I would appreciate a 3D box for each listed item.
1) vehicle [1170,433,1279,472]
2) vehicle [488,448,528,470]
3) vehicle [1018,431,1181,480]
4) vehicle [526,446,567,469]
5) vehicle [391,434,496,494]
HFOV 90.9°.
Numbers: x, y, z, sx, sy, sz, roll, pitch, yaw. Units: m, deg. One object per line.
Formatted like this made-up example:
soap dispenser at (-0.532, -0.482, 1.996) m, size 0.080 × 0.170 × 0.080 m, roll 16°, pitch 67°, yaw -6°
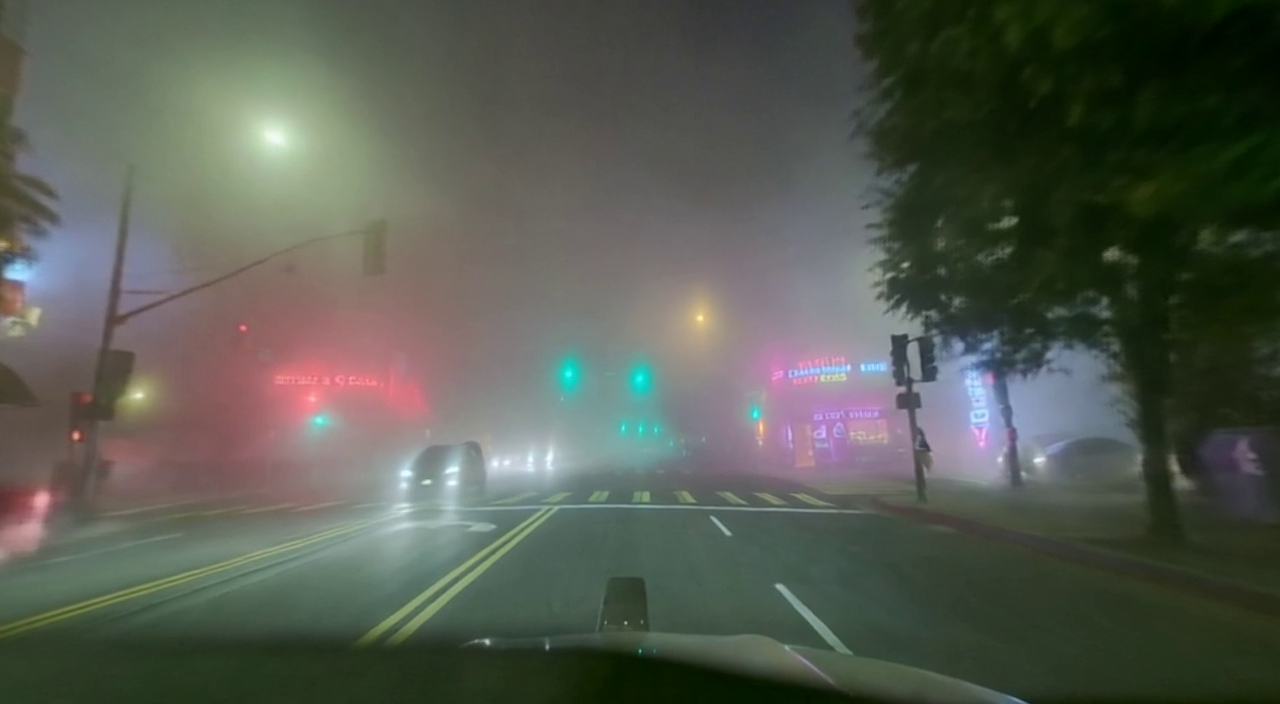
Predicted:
vehicle at (24.873, 4.098, 25.795) m, size 4.503 × 1.472 × 2.032 m, roll 0°, pitch -9°, yaw -1°
vehicle at (-9.783, 7.959, 46.905) m, size 1.919 × 1.518 × 4.360 m, roll 0°, pitch -8°, yaw 2°
vehicle at (16.573, 3.758, 22.922) m, size 4.299 × 1.679 × 2.011 m, roll 0°, pitch -9°, yaw 0°
vehicle at (-6.199, 7.005, 42.076) m, size 2.007 × 1.478 × 4.328 m, roll 0°, pitch -8°, yaw 1°
vehicle at (-6.292, 3.626, 20.784) m, size 2.041 × 1.756 × 4.392 m, roll 0°, pitch -8°, yaw 0°
